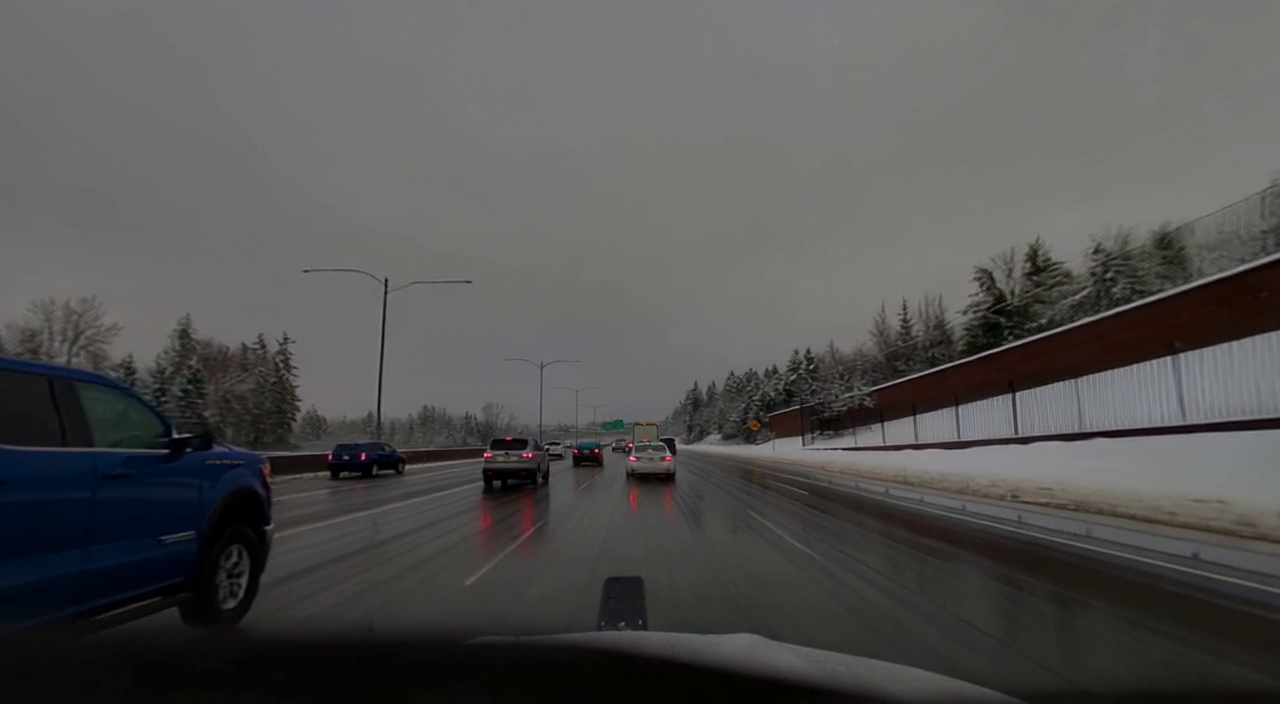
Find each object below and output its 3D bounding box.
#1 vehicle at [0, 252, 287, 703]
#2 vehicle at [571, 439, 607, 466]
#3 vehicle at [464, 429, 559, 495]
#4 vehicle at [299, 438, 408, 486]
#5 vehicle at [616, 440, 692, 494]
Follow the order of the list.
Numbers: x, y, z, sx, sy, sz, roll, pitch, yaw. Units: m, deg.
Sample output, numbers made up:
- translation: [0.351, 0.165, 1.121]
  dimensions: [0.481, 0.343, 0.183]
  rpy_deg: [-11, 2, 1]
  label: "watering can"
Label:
- translation: [-3.507, 0.494, 1.055]
  dimensions: [2.269, 2.060, 5.933]
  rpy_deg: [0, -8, 1]
  label: "vehicle"
- translation: [-3.217, 6.391, 40.346]
  dimensions: [1.897, 1.646, 4.049]
  rpy_deg: [0, -8, 1]
  label: "vehicle"
- translation: [-3.708, 3.248, 18.979]
  dimensions: [1.903, 1.721, 4.210]
  rpy_deg: [0, -8, 1]
  label: "vehicle"
- translation: [-10.511, 4.045, 23.558]
  dimensions: [1.941, 1.602, 4.277]
  rpy_deg: [0, -8, 2]
  label: "vehicle"
- translation: [0.380, 3.406, 19.096]
  dimensions: [2.054, 1.421, 4.090]
  rpy_deg: [0, -8, 0]
  label: "vehicle"
